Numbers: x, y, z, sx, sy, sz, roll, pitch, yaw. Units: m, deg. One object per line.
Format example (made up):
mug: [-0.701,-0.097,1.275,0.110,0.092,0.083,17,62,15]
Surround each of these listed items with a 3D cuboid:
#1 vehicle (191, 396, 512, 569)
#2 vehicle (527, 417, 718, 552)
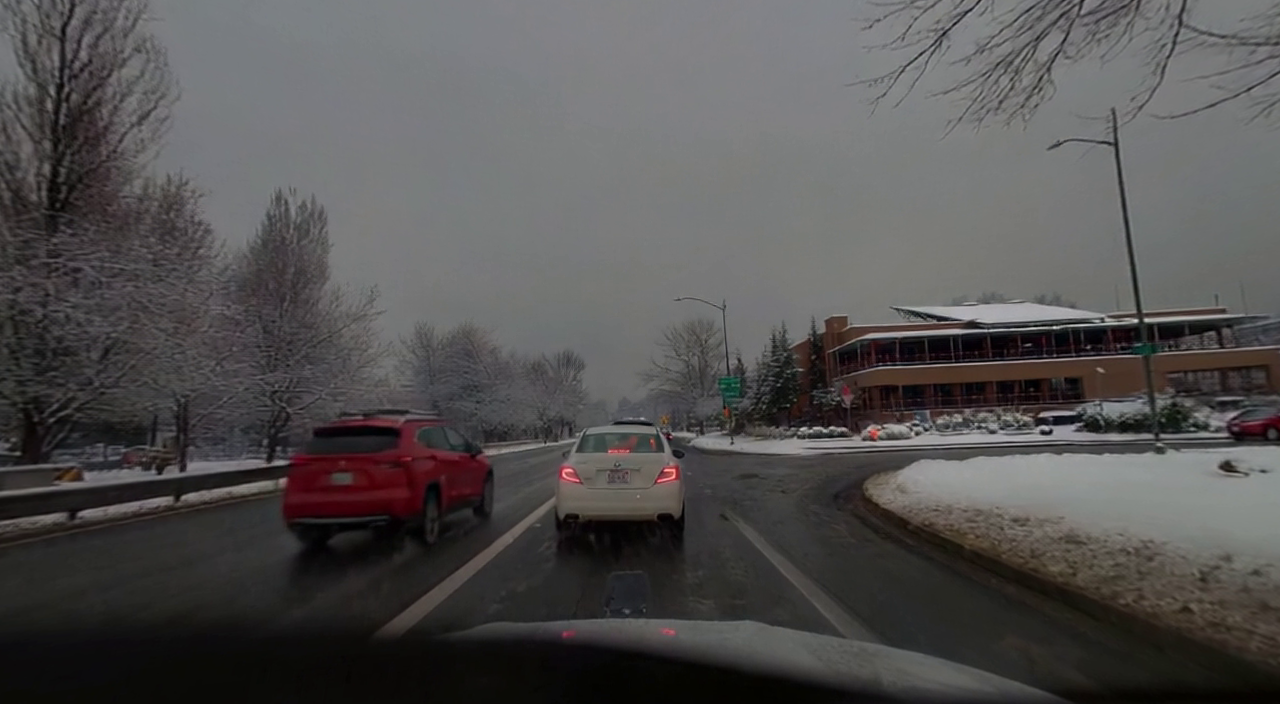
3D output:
vehicle: [-3.269,1.591,8.388,2.139,1.680,4.344,0,-8,1]
vehicle: [-0.194,1.777,9.120,2.112,1.482,4.076,0,-8,0]
